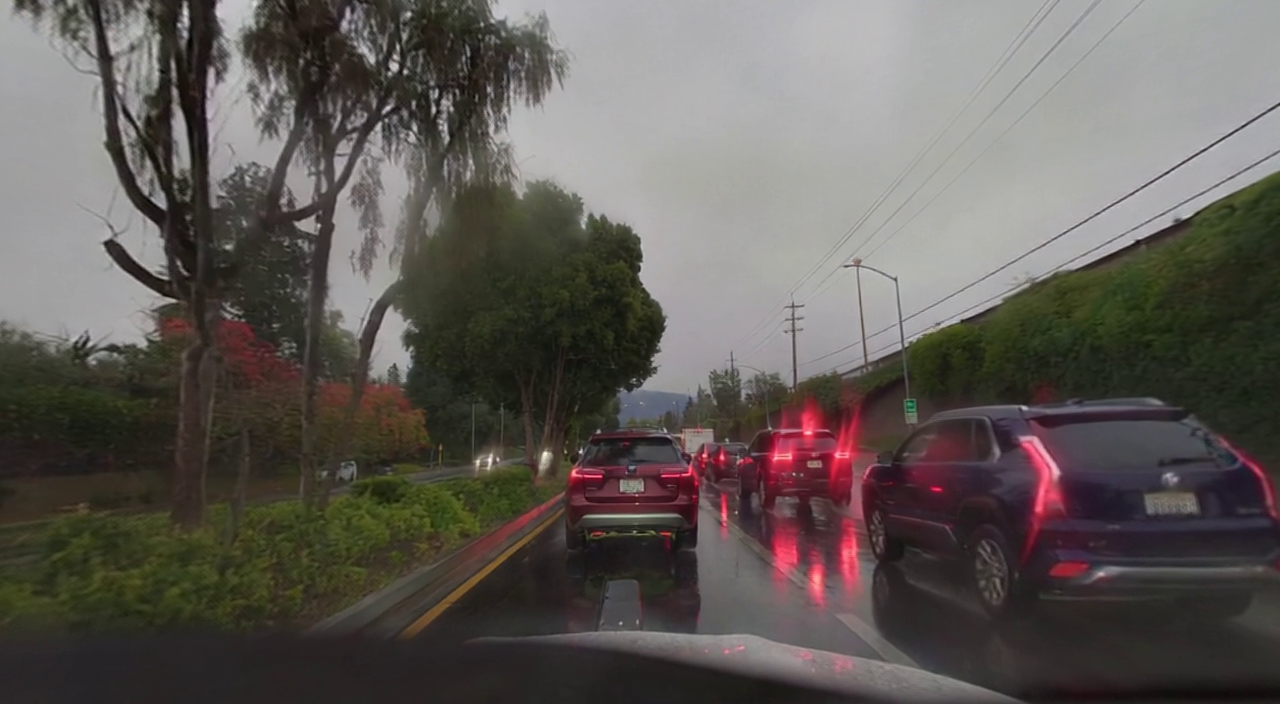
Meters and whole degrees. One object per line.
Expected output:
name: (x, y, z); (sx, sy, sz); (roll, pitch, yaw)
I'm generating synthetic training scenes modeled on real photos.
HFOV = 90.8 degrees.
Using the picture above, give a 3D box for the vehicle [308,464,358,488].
vehicle: (-22.895, 9.251, 47.246); (1.847, 1.554, 3.926); (0, -8, -1)

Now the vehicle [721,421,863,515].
vehicle: (3.285, 2.622, 14.773); (2.097, 1.818, 4.625); (0, -8, -1)

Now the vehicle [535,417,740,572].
vehicle: (-0.069, 1.846, 8.987); (2.199, 1.641, 4.232); (0, -8, -1)

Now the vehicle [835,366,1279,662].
vehicle: (3.509, 1.238, 5.840); (2.001, 1.707, 4.250); (0, -8, -1)
